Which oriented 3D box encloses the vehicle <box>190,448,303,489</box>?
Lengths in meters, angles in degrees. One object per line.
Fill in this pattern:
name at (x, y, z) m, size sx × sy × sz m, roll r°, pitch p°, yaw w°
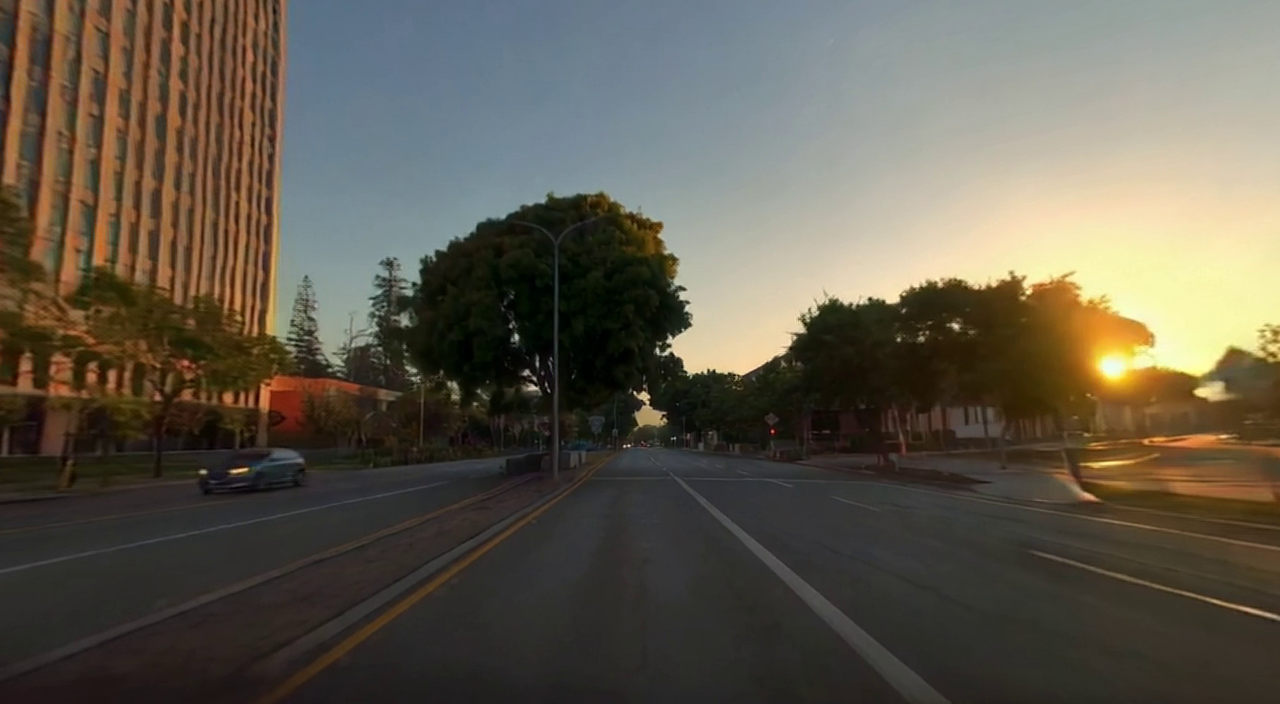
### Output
vehicle at (-16.163, 4.780, 26.283) m, size 1.908 × 1.492 × 4.285 m, roll 0°, pitch -9°, yaw 0°
